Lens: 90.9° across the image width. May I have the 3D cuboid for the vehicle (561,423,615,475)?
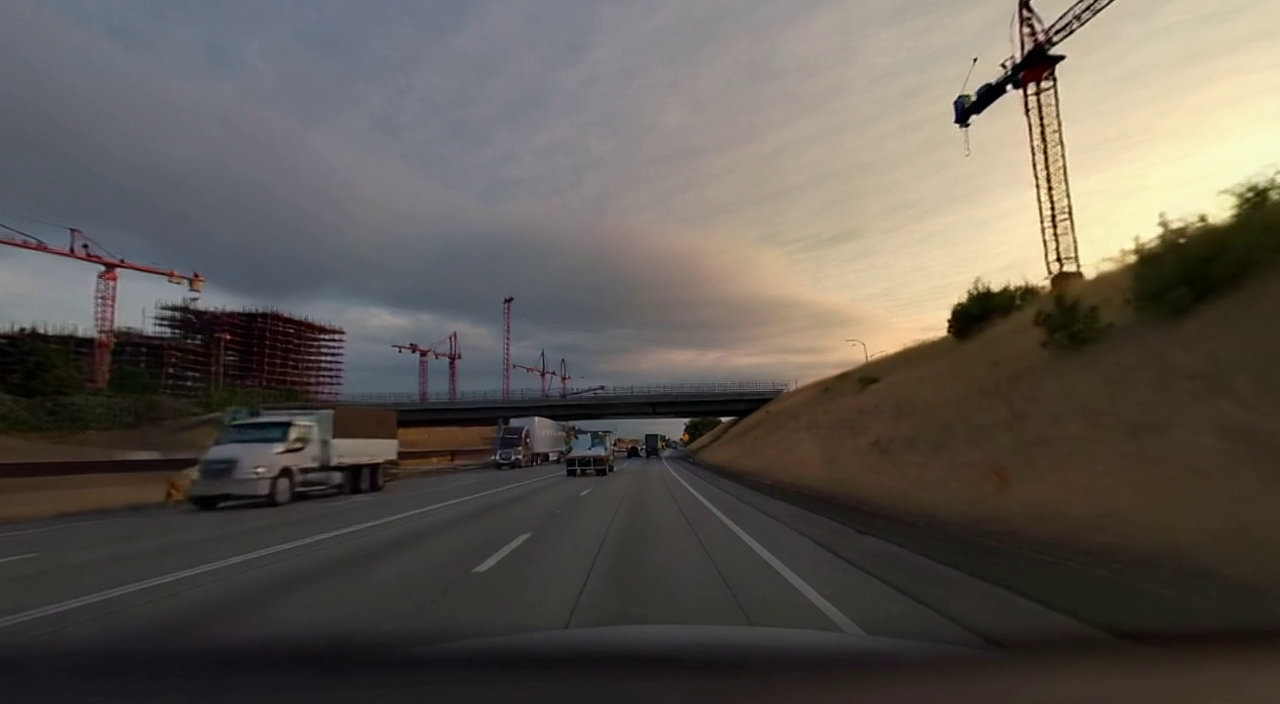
[{"bbox_3d":[-2.933,5.697,37.066,2.565,2.771,6.641,0,-9,0],"label":"vehicle"}]

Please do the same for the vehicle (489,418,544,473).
[{"bbox_3d":[-9.519,7.294,49.179,2.918,3.990,5.826,0,-9,1],"label":"vehicle"}]

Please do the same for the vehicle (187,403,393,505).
[{"bbox_3d":[-10.160,3.098,19.225,2.762,2.579,6.099,0,-9,0],"label":"vehicle"}]
